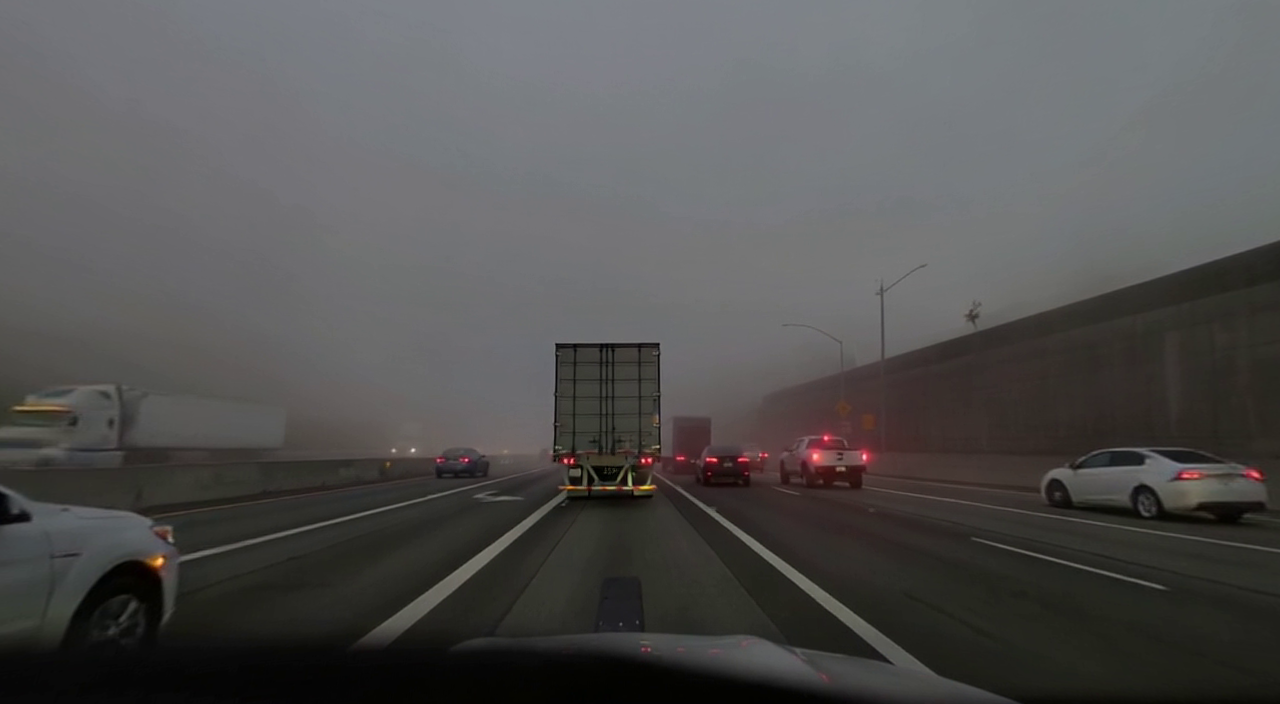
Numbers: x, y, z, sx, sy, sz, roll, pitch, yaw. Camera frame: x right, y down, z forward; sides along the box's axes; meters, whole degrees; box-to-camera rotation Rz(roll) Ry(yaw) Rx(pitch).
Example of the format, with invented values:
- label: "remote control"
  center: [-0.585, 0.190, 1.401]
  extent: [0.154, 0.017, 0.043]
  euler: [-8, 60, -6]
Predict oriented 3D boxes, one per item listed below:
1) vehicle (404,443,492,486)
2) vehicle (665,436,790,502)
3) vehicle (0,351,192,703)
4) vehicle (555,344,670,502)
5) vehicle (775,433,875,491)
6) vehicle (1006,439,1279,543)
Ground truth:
- label: "vehicle"
  center: [-7.267, 4.273, 24.448]
  extent: [1.973, 1.471, 4.779]
  euler: [0, -9, -1]
- label: "vehicle"
  center: [2.939, 4.654, 26.426]
  extent: [2.869, 1.940, 14.755]
  euler: [0, -9, -1]
- label: "vehicle"
  center: [-3.328, 0.656, 1.197]
  extent: [1.946, 1.641, 4.105]
  euler: [0, -9, -1]
- label: "vehicle"
  center: [-0.764, 2.590, 21.579]
  extent: [2.906, 4.040, 10.743]
  euler: [0, -9, -1]
- label: "vehicle"
  center: [6.586, 3.966, 23.076]
  extent: [2.070, 1.888, 4.546]
  euler: [0, -9, -3]
- label: "vehicle"
  center: [9.369, 2.390, 11.662]
  extent: [2.002, 1.472, 4.950]
  euler: [0, -9, -4]
